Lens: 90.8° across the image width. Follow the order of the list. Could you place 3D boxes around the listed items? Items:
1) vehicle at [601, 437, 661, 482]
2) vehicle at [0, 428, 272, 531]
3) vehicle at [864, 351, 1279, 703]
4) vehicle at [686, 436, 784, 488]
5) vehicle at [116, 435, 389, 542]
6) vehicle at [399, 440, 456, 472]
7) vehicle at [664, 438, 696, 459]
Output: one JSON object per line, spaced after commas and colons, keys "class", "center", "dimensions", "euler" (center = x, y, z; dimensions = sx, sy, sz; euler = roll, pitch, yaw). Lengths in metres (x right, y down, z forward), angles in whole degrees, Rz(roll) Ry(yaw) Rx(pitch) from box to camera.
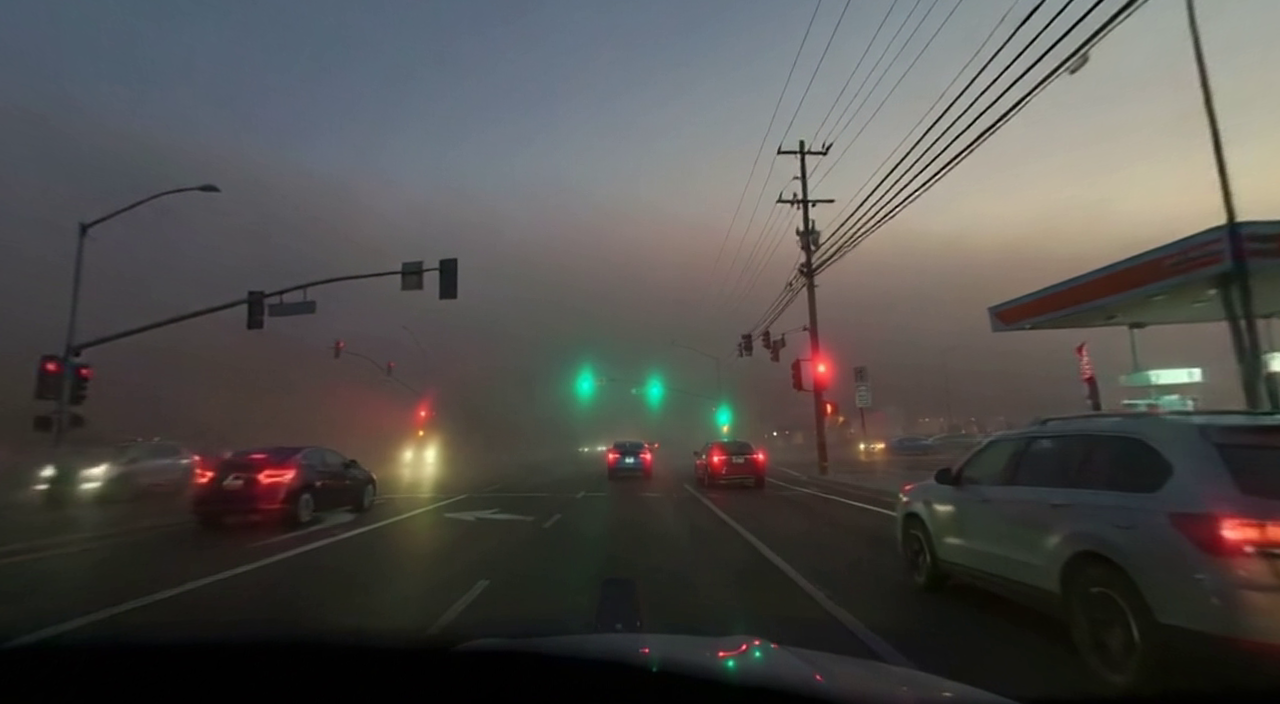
{"class": "vehicle", "center": [-0.347, 3.949, 23.509], "dimensions": [2.065, 1.484, 3.894], "euler": [0, -8, -1]}
{"class": "vehicle", "center": [-10.667, 2.694, 13.987], "dimensions": [2.139, 1.836, 4.843], "euler": [0, -9, -1]}
{"class": "vehicle", "center": [3.796, 1.159, 4.797], "dimensions": [2.452, 1.682, 4.565], "euler": [0, -8, -1]}
{"class": "vehicle", "center": [2.856, 3.455, 20.162], "dimensions": [2.208, 1.436, 4.542], "euler": [0, -9, -3]}
{"class": "vehicle", "center": [-6.285, 2.231, 11.021], "dimensions": [2.075, 1.470, 4.190], "euler": [-1, -9, 0]}
{"class": "vehicle", "center": [-14.504, 7.104, 43.462], "dimensions": [2.233, 2.072, 4.813], "euler": [0, -9, 0]}
{"class": "vehicle", "center": [2.923, 7.190, 47.040], "dimensions": [1.971, 1.477, 4.121], "euler": [0, -9, -2]}
